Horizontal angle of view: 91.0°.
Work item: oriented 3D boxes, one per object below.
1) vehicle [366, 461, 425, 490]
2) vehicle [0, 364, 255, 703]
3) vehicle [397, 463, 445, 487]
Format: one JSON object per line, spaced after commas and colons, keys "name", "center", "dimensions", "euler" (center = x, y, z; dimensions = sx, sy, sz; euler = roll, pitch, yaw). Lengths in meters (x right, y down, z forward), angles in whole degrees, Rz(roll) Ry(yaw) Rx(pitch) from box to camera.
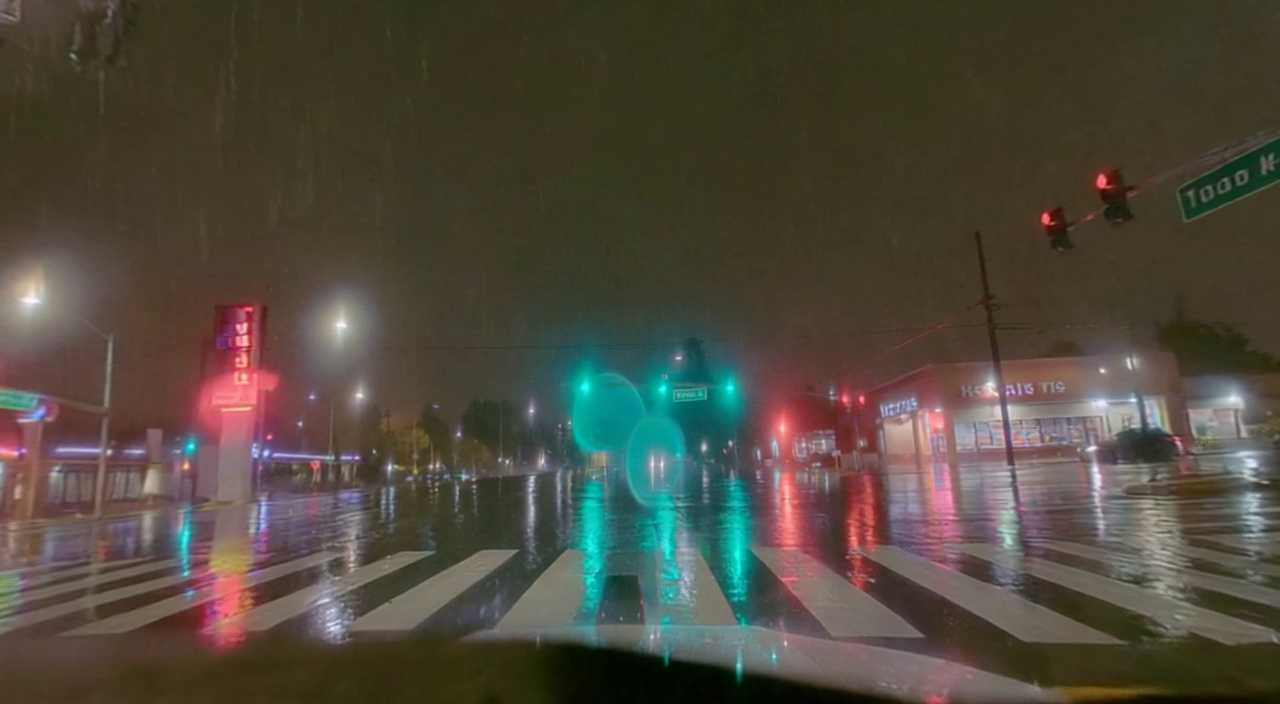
{"name": "vehicle", "center": [-19.215, 9.727, 49.820], "dimensions": [2.227, 2.033, 5.614], "euler": [0, -9, 2]}
{"name": "vehicle", "center": [-3.415, 0.741, 1.411], "dimensions": [2.081, 1.644, 4.523], "euler": [0, -9, 3]}
{"name": "vehicle", "center": [-15.746, 8.830, 45.407], "dimensions": [1.931, 1.471, 4.152], "euler": [0, -9, 0]}
